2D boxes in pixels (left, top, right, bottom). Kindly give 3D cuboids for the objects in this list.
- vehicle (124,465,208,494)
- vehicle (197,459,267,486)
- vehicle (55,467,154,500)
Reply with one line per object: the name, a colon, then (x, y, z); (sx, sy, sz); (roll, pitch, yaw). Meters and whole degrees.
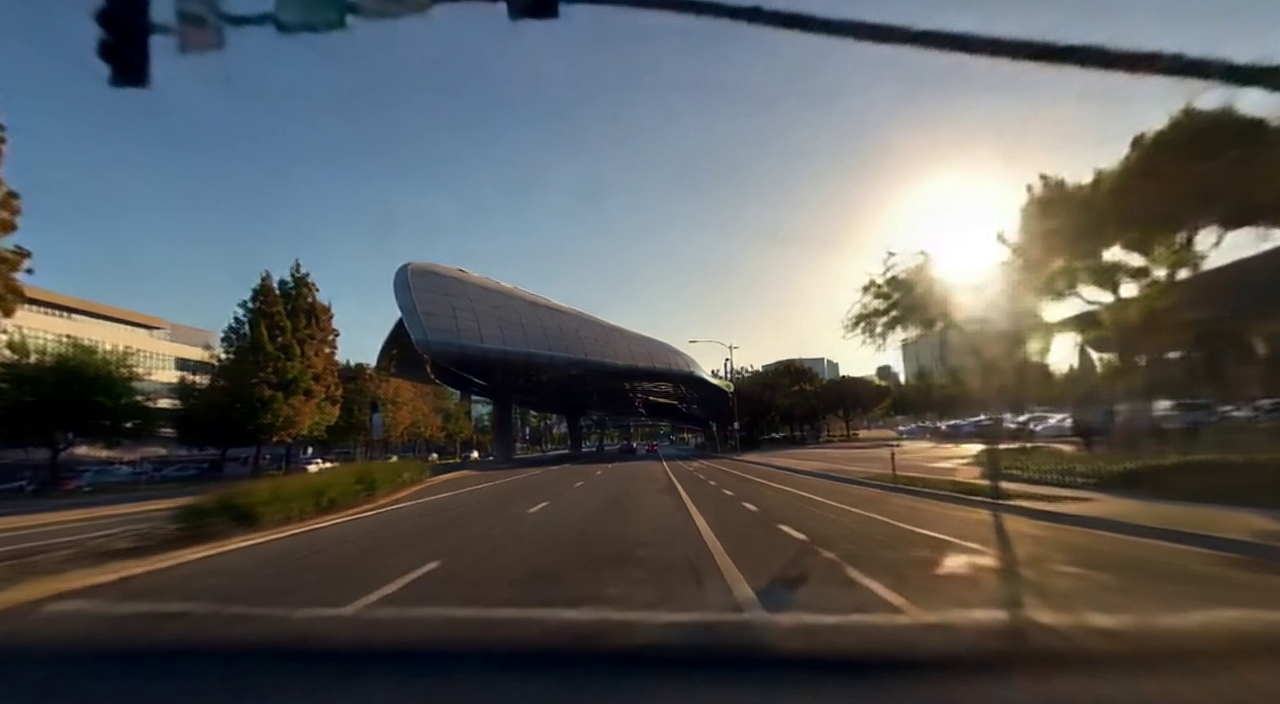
vehicle: (-29.654, 7.943, 39.607); (1.815, 1.531, 4.544); (0, -8, -1)
vehicle: (-29.593, 8.757, 45.911); (1.902, 1.746, 4.706); (0, -8, 1)
vehicle: (-29.611, 7.244, 35.011); (1.807, 1.534, 4.156); (0, -8, 0)
